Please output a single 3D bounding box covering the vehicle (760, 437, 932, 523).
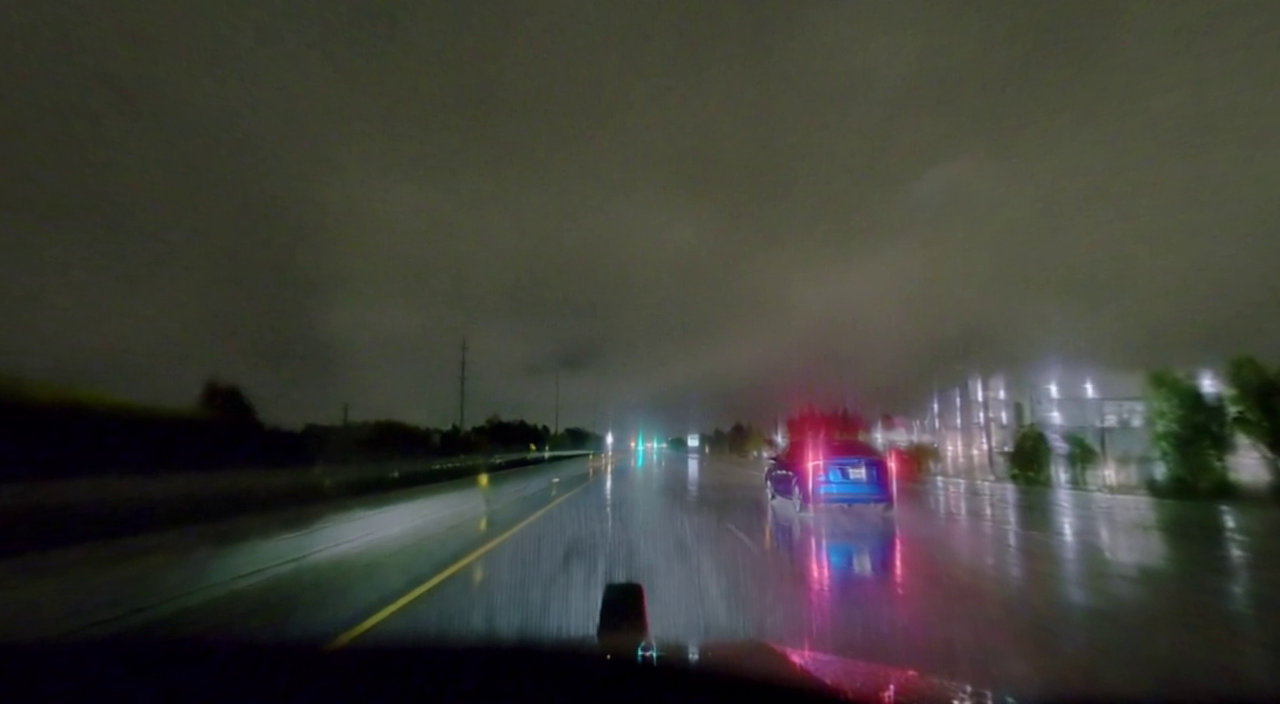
[{"bbox_3d":[4.116,2.631,13.629,2.053,1.490,4.799,0,-8,0],"label":"vehicle"}]
